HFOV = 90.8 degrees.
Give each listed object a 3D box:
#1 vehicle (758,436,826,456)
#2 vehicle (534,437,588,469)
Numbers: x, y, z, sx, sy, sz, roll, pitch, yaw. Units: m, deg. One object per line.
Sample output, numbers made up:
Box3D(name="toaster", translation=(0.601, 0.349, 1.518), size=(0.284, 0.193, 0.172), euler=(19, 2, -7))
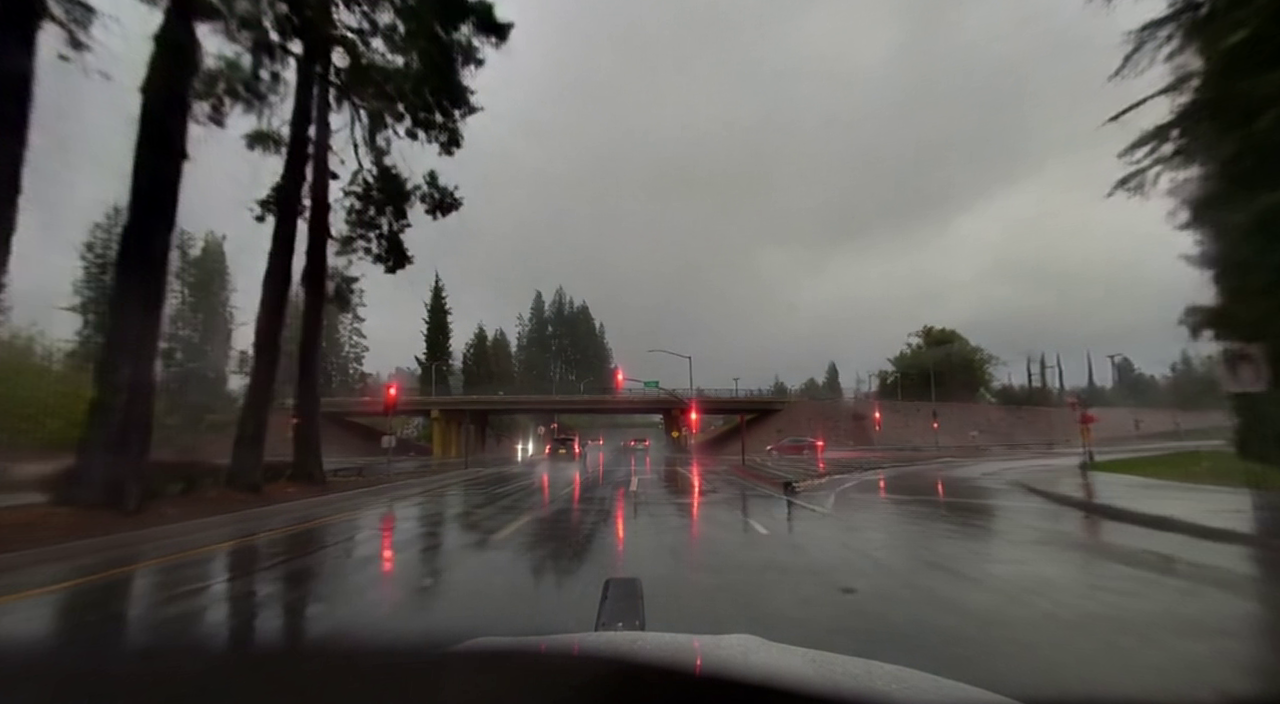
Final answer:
Box3D(name="vehicle", translation=(11.734, 7.283, 48.944), size=(4.691, 1.466, 1.800), euler=(1, -9, -6))
Box3D(name="vehicle", translation=(-3.835, 4.984, 31.357), size=(2.082, 1.472, 4.310), euler=(0, -9, 0))
